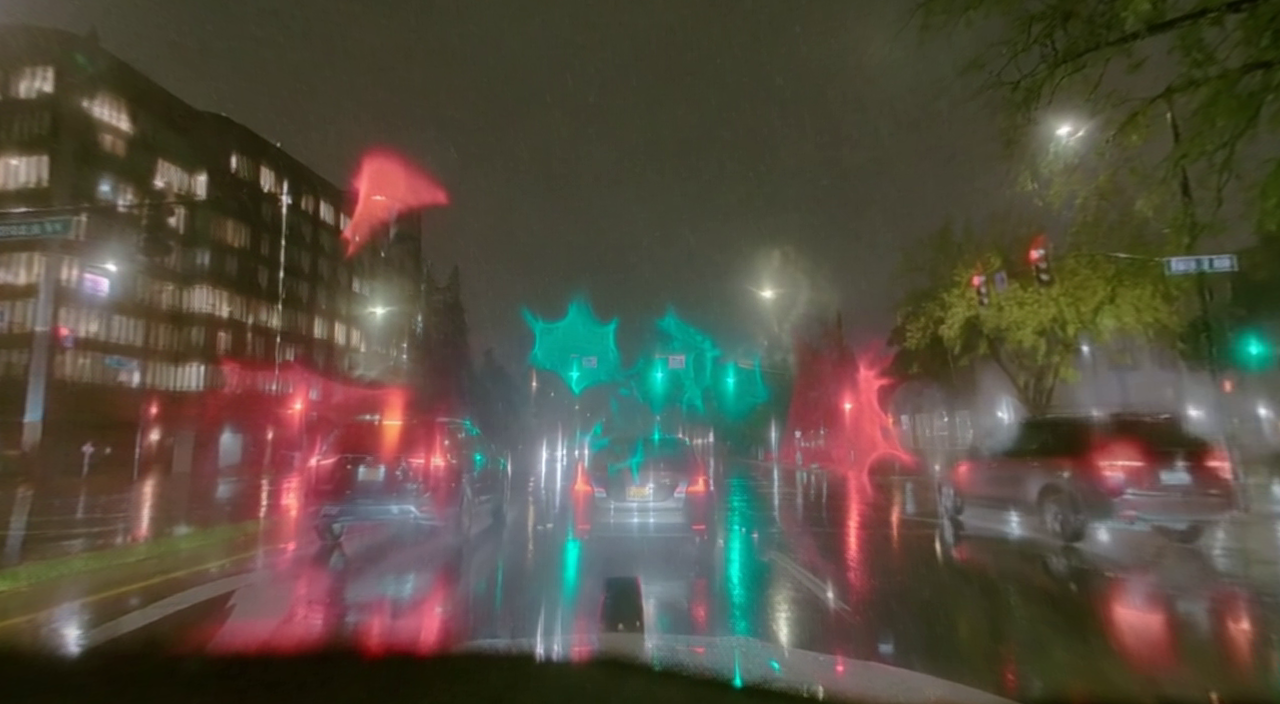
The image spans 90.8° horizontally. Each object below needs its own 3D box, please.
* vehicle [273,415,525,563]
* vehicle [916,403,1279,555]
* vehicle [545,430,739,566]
[{"bbox_3d":[-3.220,1.928,9.657,2.081,1.719,4.434,0,-8,0],"label":"vehicle"},{"bbox_3d":[6.766,1.929,10.354,2.079,1.828,5.323,0,-8,0],"label":"vehicle"},{"bbox_3d":[0.031,1.943,9.154,2.190,1.522,3.850,0,-8,0],"label":"vehicle"}]
